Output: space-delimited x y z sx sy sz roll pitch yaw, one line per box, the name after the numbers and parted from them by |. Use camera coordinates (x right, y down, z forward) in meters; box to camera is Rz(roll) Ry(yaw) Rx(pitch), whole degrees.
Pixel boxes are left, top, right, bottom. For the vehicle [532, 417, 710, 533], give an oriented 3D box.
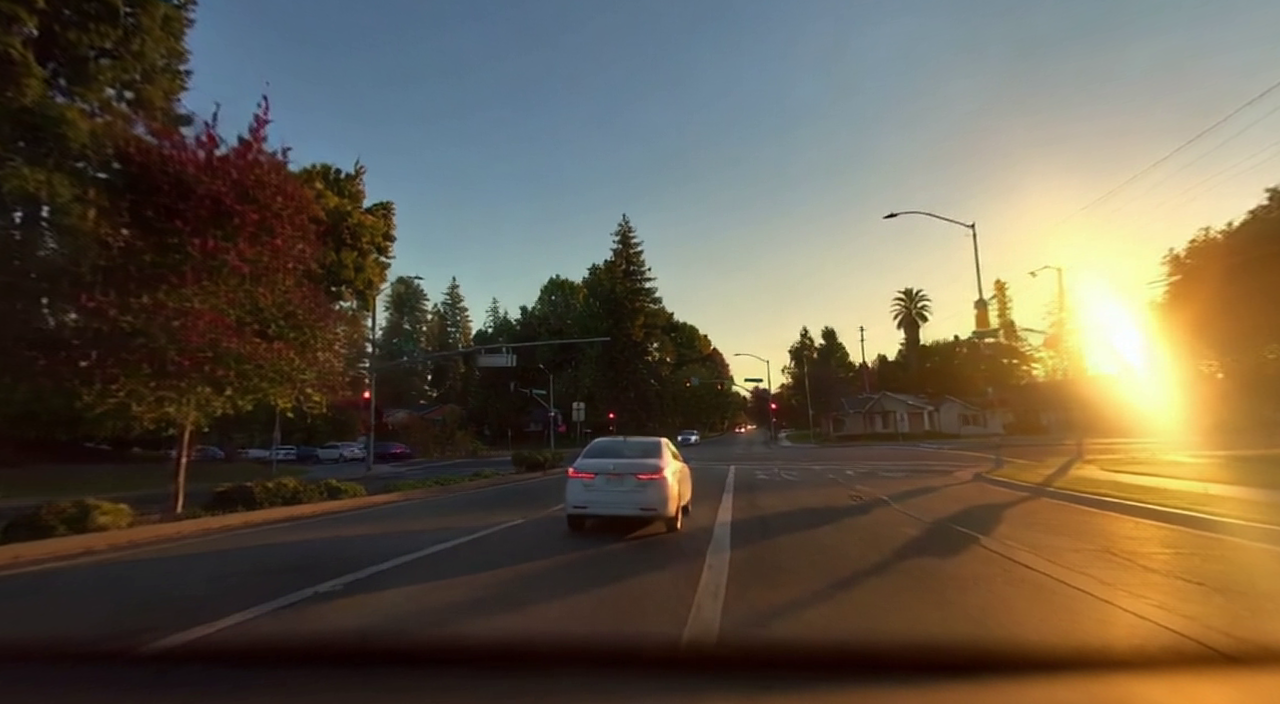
-0.026 2.066 11.223 2.139 1.564 4.901 -1 -9 10 | vehicle
